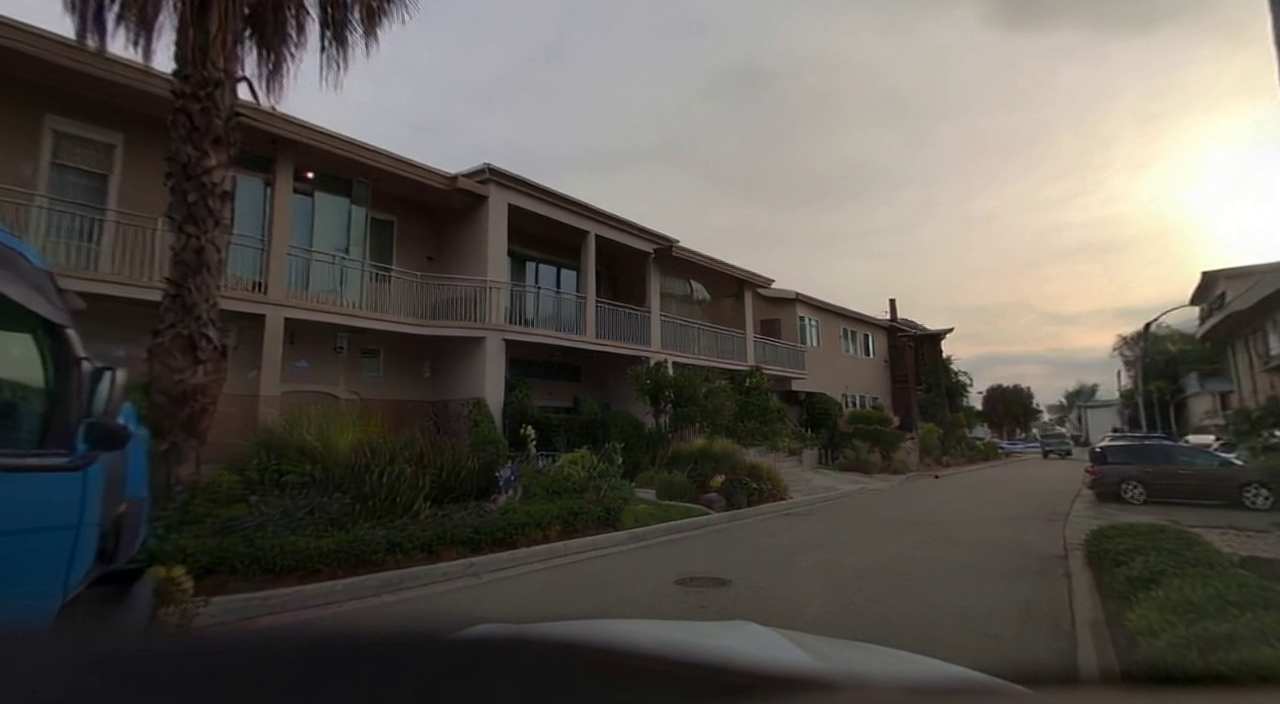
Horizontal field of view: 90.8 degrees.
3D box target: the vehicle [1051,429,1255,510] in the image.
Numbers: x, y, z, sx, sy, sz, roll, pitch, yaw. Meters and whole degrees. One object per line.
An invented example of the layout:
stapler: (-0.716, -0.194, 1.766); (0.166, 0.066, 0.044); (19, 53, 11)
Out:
vehicle: (19.791, 4.440, 24.767); (5.872, 2.468, 2.864); (-2, -8, 38)
